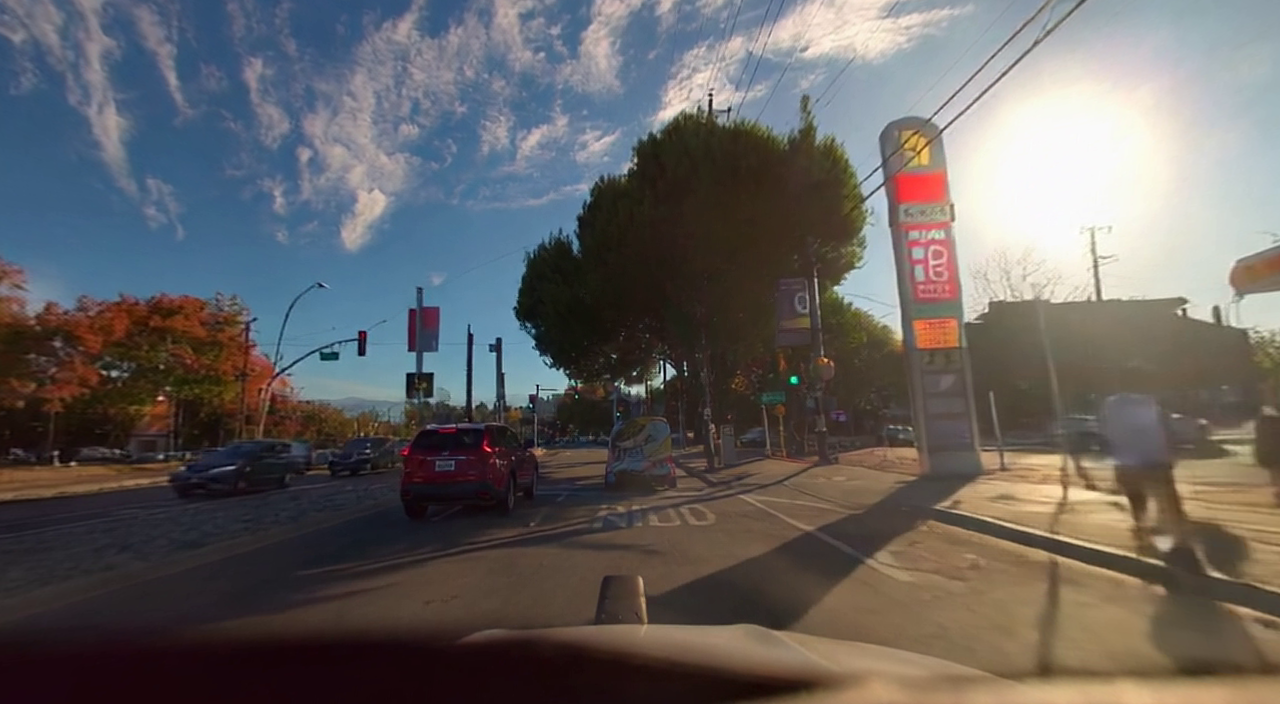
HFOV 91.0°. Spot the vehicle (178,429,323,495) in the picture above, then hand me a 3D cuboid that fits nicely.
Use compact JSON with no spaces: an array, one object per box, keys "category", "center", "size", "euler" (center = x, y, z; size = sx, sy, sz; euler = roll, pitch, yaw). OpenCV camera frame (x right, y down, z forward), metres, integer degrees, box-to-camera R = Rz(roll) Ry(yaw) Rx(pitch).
[{"category":"vehicle","center":[-12.031,3.400,19.845],"size":[1.912,1.831,4.314],"euler":[0,-8,-3]}]

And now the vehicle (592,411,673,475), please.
[{"category":"vehicle","center":[-0.220,3.252,22.588],"size":[2.552,1.999,5.498],"euler":[0,-8,0]}]

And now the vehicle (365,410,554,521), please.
[{"category":"vehicle","center":[-3.190,2.151,12.471],"size":[2.247,1.734,4.919],"euler":[0,-8,1]}]

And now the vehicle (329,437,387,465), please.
[{"category":"vehicle","center":[-16.555,5.843,37.127],"size":[1.719,1.523,3.864],"euler":[0,-8,-1]}]

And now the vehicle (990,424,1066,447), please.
[{"category":"vehicle","center":[28.876,6.206,46.898],"size":[4.403,1.484,1.952],"euler":[-1,-9,-5]}]

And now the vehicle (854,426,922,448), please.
[{"category":"vehicle","center":[17.503,6.047,44.558],"size":[3.997,1.496,1.907],"euler":[1,-8,-11]}]
